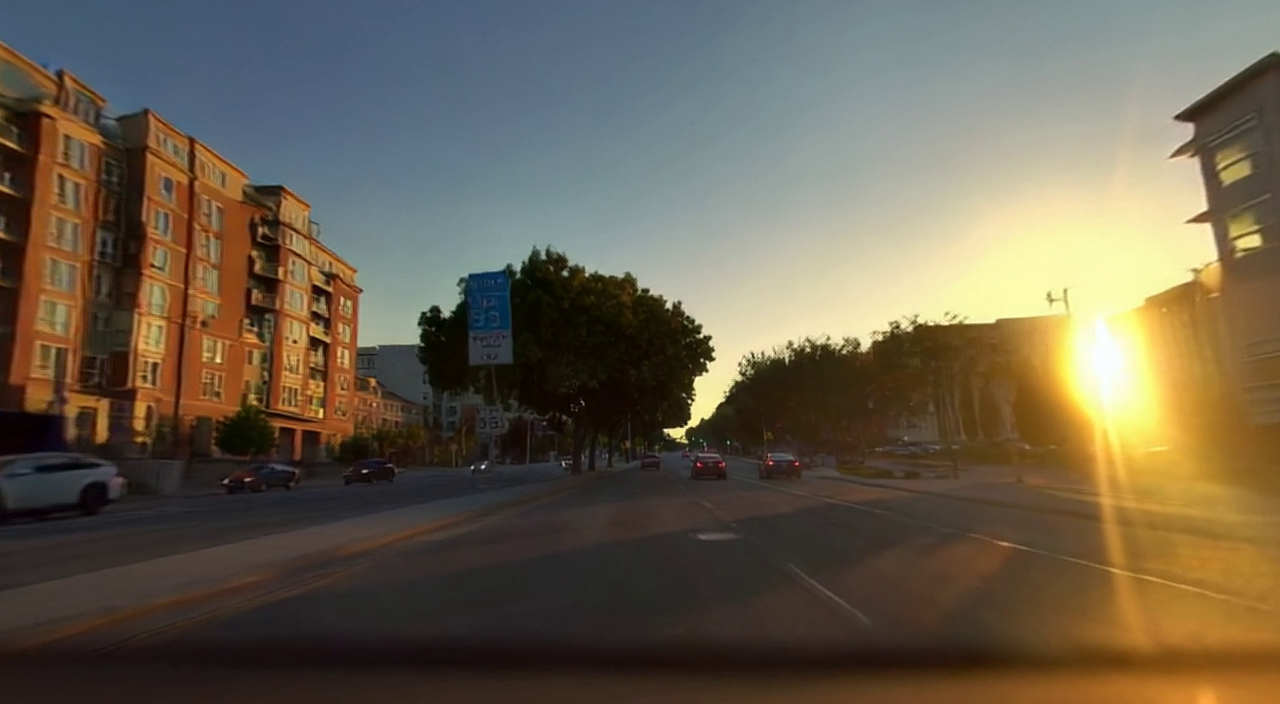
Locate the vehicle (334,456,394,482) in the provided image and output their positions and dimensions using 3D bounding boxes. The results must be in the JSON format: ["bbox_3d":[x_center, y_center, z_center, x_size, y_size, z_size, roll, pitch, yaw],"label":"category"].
[{"bbox_3d":[-21.108,8.974,48.612,2.141,1.809,5.002,-1,-9,3],"label":"vehicle"}]

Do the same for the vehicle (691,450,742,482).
[{"bbox_3d":[3.774,5.717,32.011,2.020,1.479,4.650,0,-9,0],"label":"vehicle"}]

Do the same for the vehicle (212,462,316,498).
[{"bbox_3d":[-17.440,5.913,29.600,1.804,1.421,4.659,-1,-9,3],"label":"vehicle"}]

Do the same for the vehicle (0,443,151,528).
[{"bbox_3d":[-14.611,3.083,15.056,2.024,1.798,4.588,-1,-9,3],"label":"vehicle"}]

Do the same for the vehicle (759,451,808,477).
[{"bbox_3d":[8.389,6.559,37.271,1.932,1.439,4.159,0,-9,0],"label":"vehicle"}]
